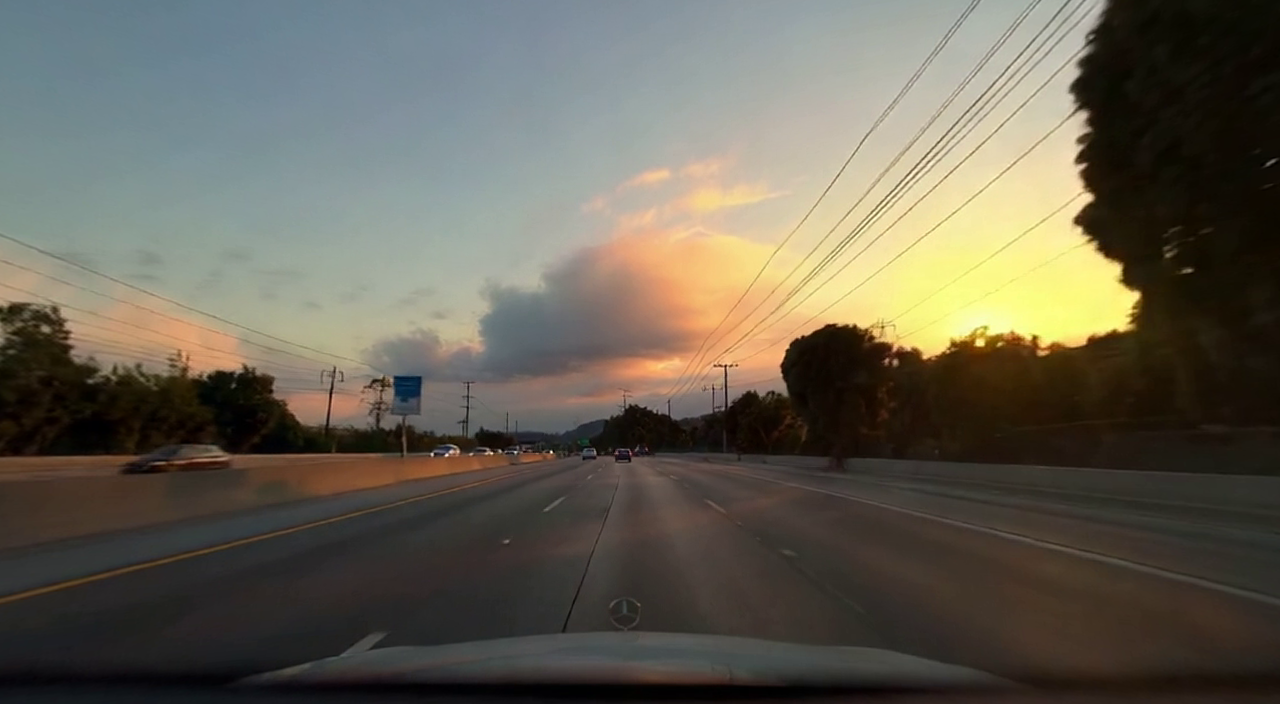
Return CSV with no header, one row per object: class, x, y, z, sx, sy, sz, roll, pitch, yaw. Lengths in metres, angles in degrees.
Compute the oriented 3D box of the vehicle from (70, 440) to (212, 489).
vehicle,-18.075,4.094,23.179,1.924,1.616,4.019,0,-9,-1
